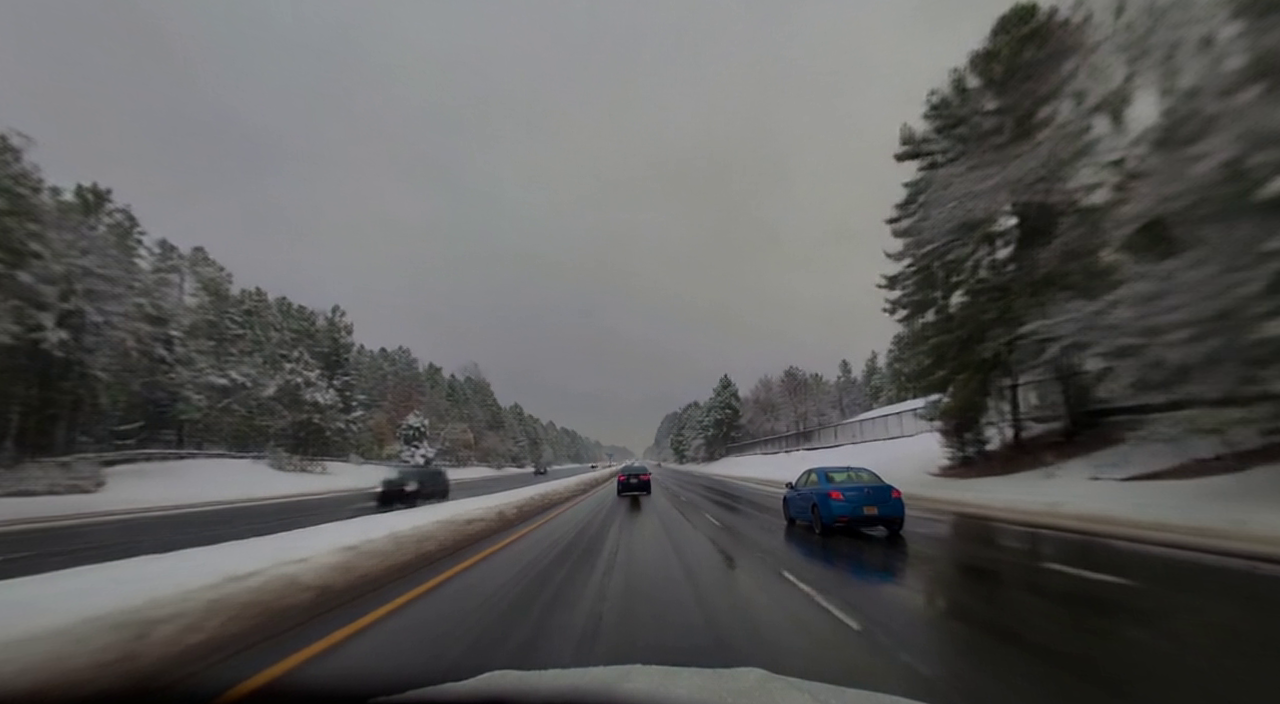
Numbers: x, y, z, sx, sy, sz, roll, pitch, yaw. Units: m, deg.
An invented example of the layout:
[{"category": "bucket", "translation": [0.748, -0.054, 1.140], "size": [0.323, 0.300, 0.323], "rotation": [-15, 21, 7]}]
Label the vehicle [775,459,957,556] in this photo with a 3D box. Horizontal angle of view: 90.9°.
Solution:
[{"category": "vehicle", "translation": [4.037, 2.863, 12.112], "size": [1.938, 1.494, 4.032], "rotation": [1, -11, -1]}]

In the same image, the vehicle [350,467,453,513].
[{"category": "vehicle", "translation": [-8.476, 4.945, 22.894], "size": [2.006, 1.468, 4.450], "rotation": [1, -11, 0]}]

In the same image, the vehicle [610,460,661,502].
[{"category": "vehicle", "translation": [-0.196, 5.532, 27.188], "size": [2.037, 1.605, 3.833], "rotation": [1, -11, 0]}]
